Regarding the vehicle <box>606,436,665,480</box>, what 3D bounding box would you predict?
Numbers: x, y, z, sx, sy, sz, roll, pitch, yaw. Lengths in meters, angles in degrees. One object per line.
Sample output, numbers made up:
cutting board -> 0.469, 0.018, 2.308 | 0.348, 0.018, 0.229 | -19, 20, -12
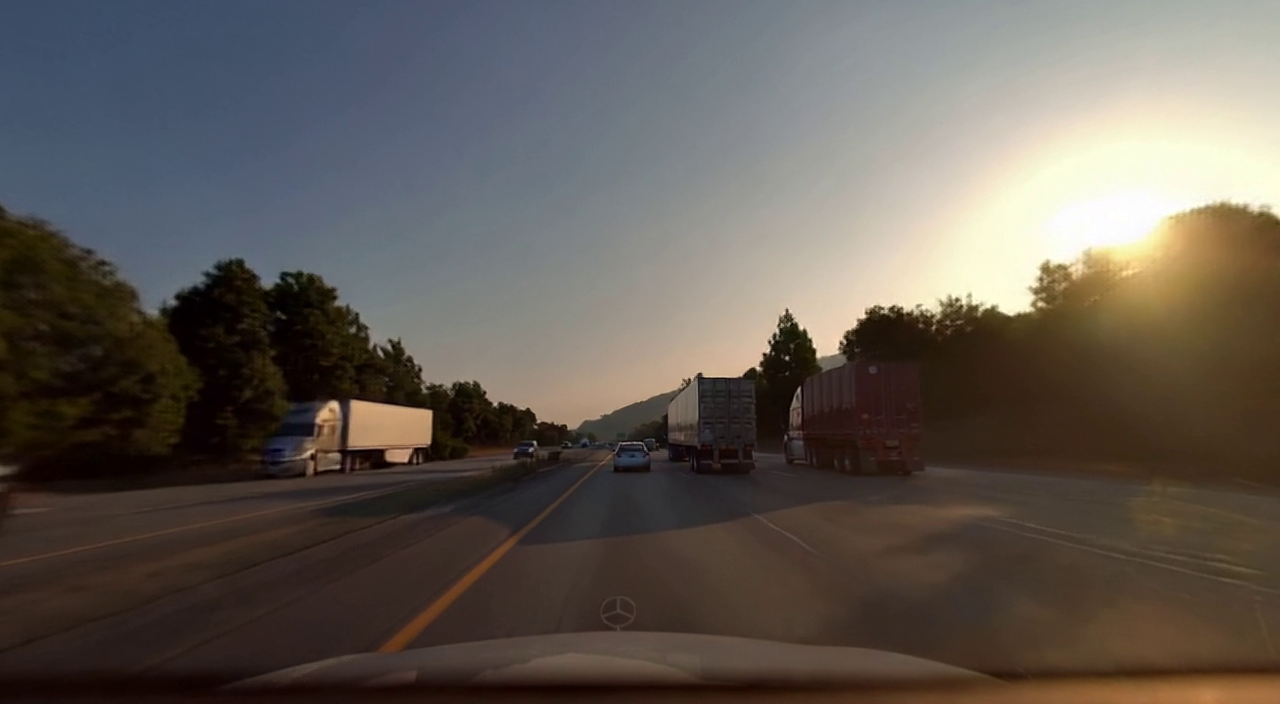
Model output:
vehicle -> -0.201, 3.894, 23.544 | 2.038, 1.477, 3.773 | 0, -8, -1

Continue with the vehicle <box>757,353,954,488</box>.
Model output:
vehicle -> 7.869, 2.987, 26.285 | 2.876, 4.111, 14.145 | 0, -8, -1

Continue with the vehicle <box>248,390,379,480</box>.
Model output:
vehicle -> -16.917, 4.439, 33.387 | 3.135, 4.207, 7.042 | 0, -8, -1

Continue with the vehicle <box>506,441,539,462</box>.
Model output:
vehicle -> -8.985, 7.559, 48.257 | 1.841, 1.488, 3.664 | 0, -8, -1

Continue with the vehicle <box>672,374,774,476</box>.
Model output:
vehicle -> 3.712, 3.872, 32.530 | 2.888, 4.099, 14.183 | 0, -8, -2
